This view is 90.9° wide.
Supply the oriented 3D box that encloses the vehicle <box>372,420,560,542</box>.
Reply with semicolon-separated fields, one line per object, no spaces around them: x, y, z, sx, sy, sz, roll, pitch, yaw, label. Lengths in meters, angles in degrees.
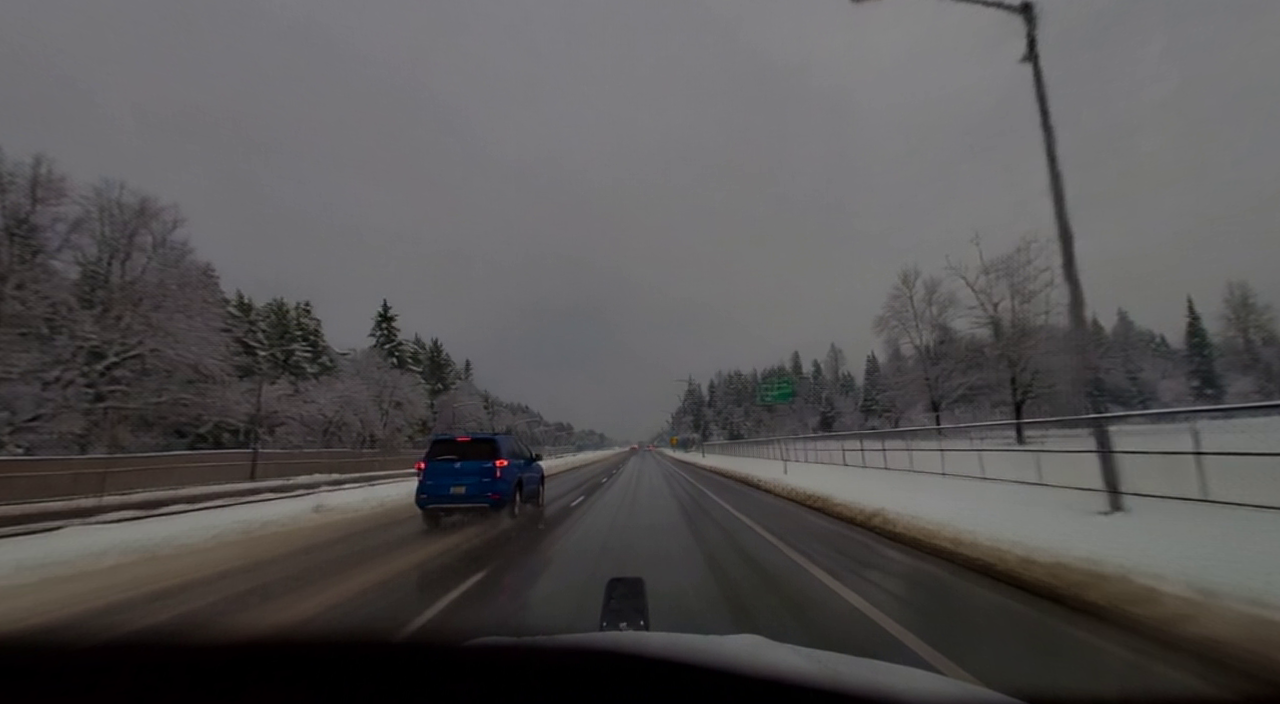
-2.987;2.335;12.120;2.160;1.855;4.695;0;-8;1;vehicle
